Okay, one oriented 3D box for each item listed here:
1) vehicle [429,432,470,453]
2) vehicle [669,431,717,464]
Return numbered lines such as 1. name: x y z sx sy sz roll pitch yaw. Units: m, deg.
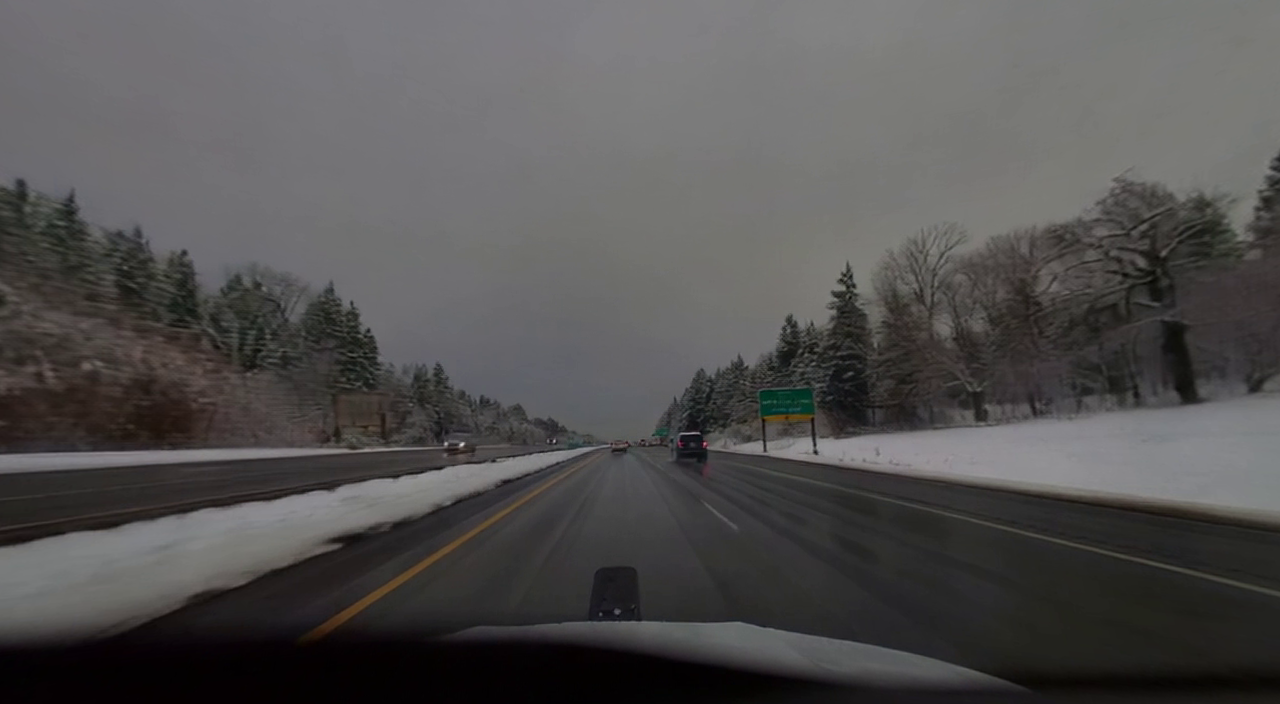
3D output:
1. vehicle: -14.703 7.027 48.898 1.989 1.531 3.818 0 -8 -1
2. vehicle: 2.838 5.246 34.860 2.085 1.681 4.436 0 -8 -2
